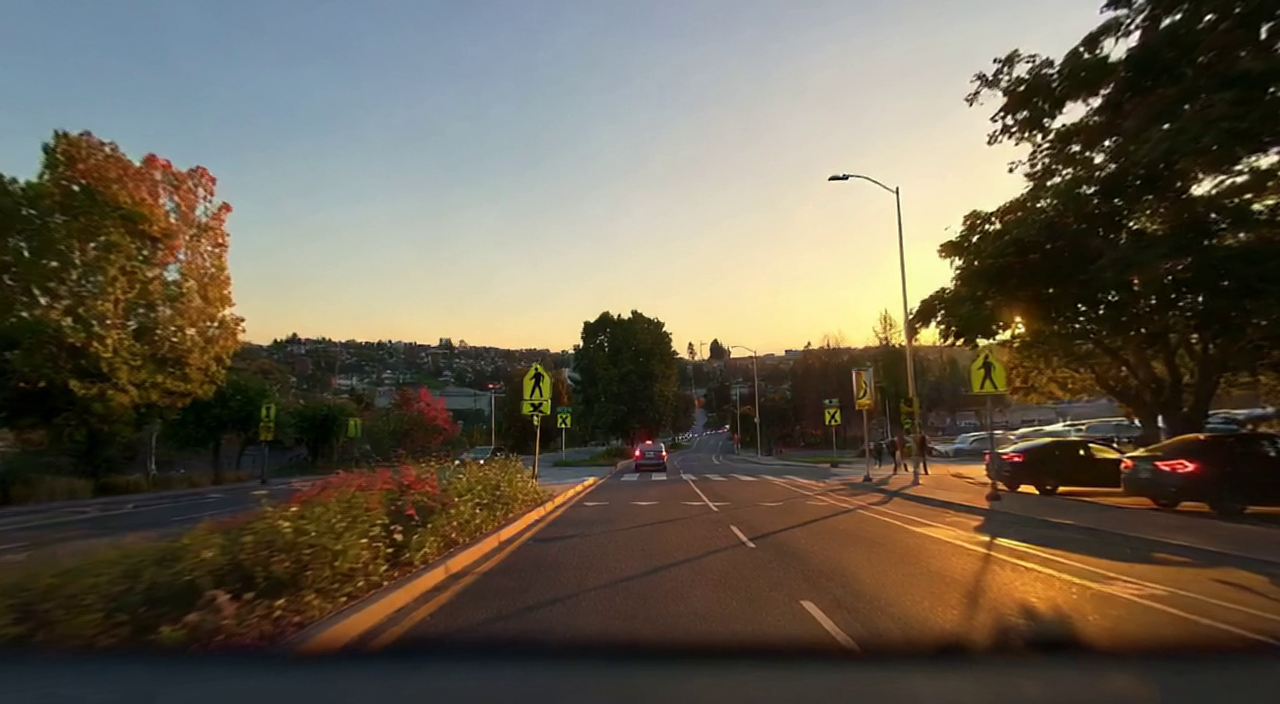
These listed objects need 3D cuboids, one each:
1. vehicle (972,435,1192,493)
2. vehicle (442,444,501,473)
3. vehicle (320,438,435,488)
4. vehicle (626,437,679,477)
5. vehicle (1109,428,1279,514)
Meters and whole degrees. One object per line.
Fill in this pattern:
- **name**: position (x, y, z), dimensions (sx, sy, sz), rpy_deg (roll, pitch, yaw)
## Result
- **vehicle**: position (12.047, 3.054, 17.444), dimensions (4.627, 1.444, 1.956), rpy_deg (0, -9, -3)
- **vehicle**: position (-9.816, 6.232, 37.249), dimensions (2.197, 1.606, 4.034), rpy_deg (-1, -9, 3)
- **vehicle**: position (-10.257, 4.386, 25.286), dimensions (2.162, 1.767, 5.368), rpy_deg (-1, -9, 1)
- **vehicle**: position (0.552, 4.542, 27.498), dimensions (2.158, 1.600, 3.865), rpy_deg (-1, -9, 1)
- **vehicle**: position (11.961, 2.211, 11.943), dimensions (4.502, 1.469, 1.958), rpy_deg (-1, -9, 4)
